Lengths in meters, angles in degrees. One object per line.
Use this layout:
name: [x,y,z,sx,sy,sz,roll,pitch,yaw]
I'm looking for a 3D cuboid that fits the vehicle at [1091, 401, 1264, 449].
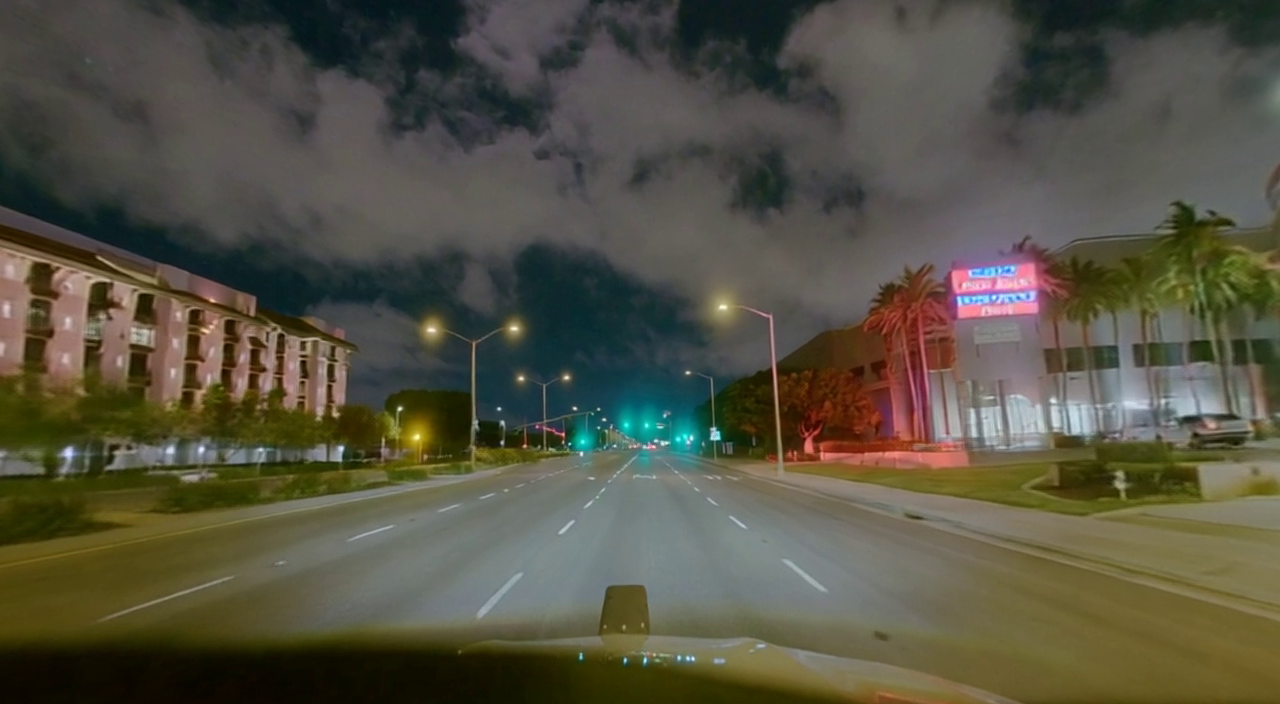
vehicle: [22.172,3.142,26.381,2.222,1.818,5.099,1,-9,-11]
